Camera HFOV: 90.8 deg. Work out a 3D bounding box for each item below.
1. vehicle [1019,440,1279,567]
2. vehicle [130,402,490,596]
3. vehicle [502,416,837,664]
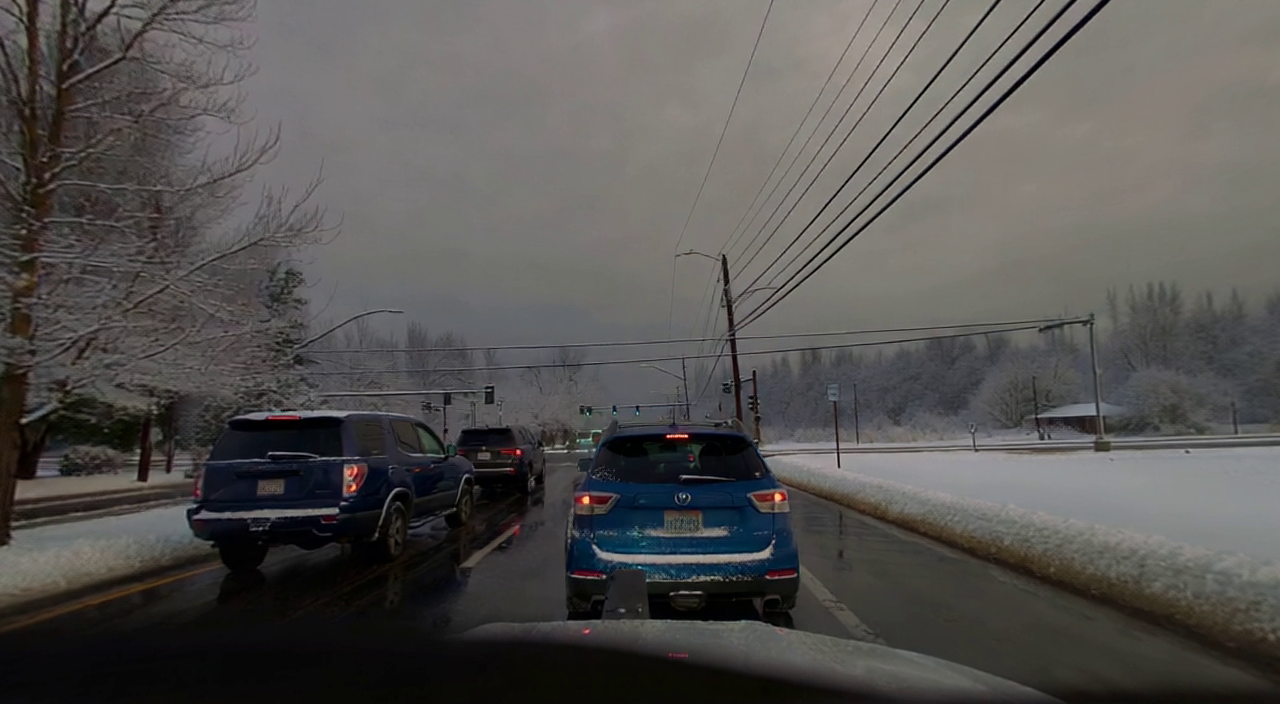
[{"bbox_3d":[8.388,2.161,9.928,1.993,1.508,4.521,0,-9,-1],"label":"vehicle"},{"bbox_3d":[-3.473,1.636,7.874,2.105,1.706,4.337,0,-9,0],"label":"vehicle"},{"bbox_3d":[0.116,1.451,5.952,2.056,1.487,4.003,0,-9,-2],"label":"vehicle"}]
